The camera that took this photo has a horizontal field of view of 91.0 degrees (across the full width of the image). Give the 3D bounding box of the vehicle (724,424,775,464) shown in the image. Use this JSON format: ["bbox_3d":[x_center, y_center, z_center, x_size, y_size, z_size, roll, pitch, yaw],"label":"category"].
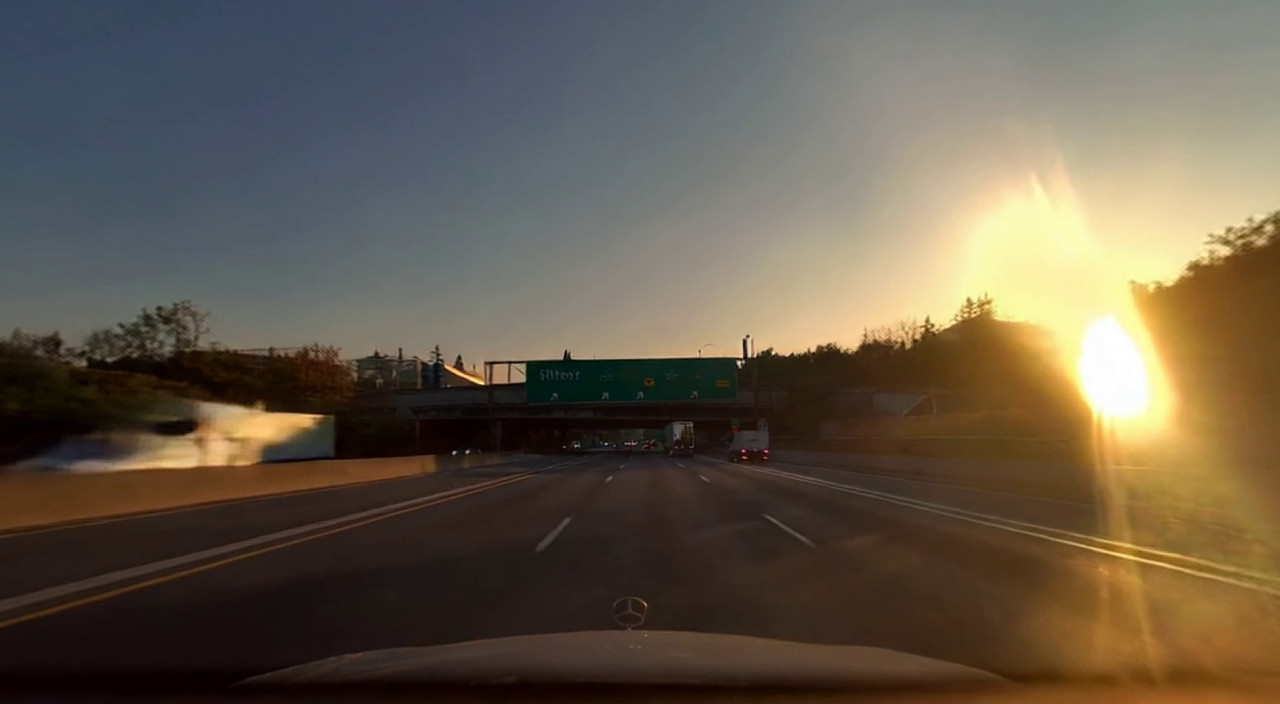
[{"bbox_3d":[8.089,6.865,47.147,2.474,2.730,7.349,0,-8,0],"label":"vehicle"}]
